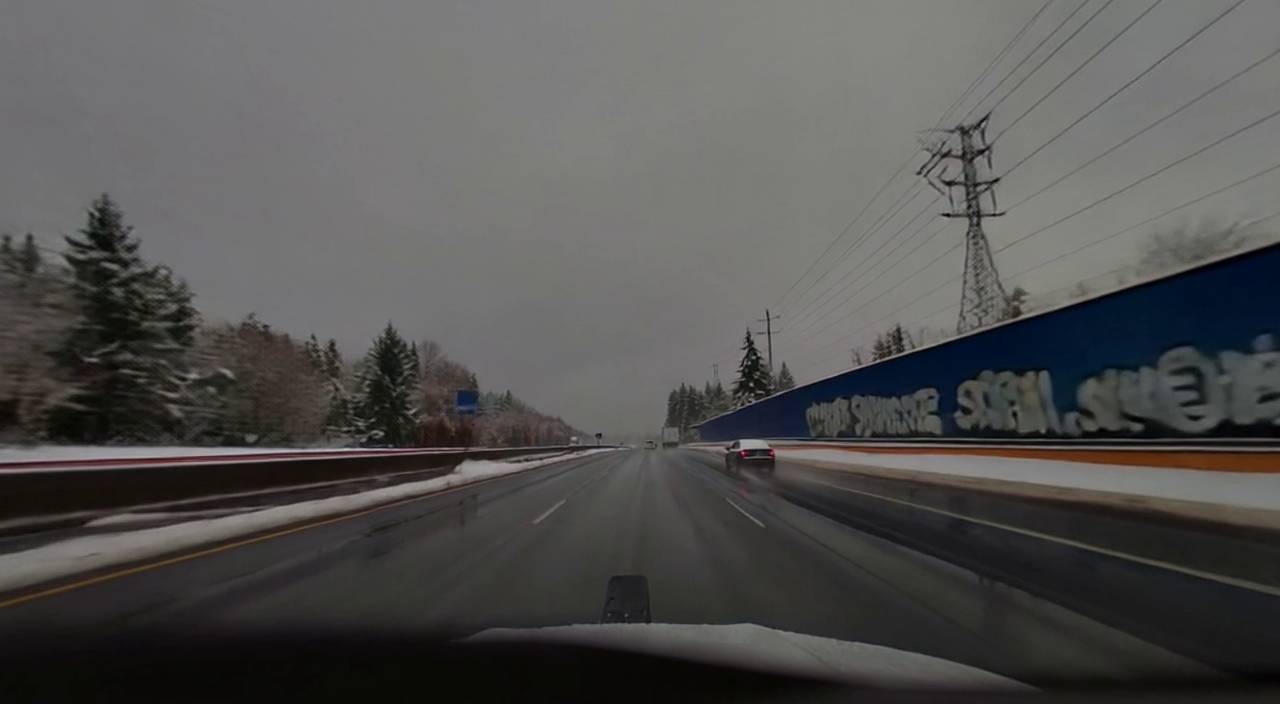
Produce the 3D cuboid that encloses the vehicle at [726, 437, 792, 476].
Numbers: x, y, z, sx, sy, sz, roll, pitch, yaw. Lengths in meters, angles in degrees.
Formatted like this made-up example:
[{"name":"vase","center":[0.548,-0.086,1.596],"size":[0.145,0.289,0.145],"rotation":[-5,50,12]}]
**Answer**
[{"name":"vehicle","center":[4.899,4.361,26.486],"size":[1.991,1.494,3.951],"rotation":[0,-8,-1]}]
